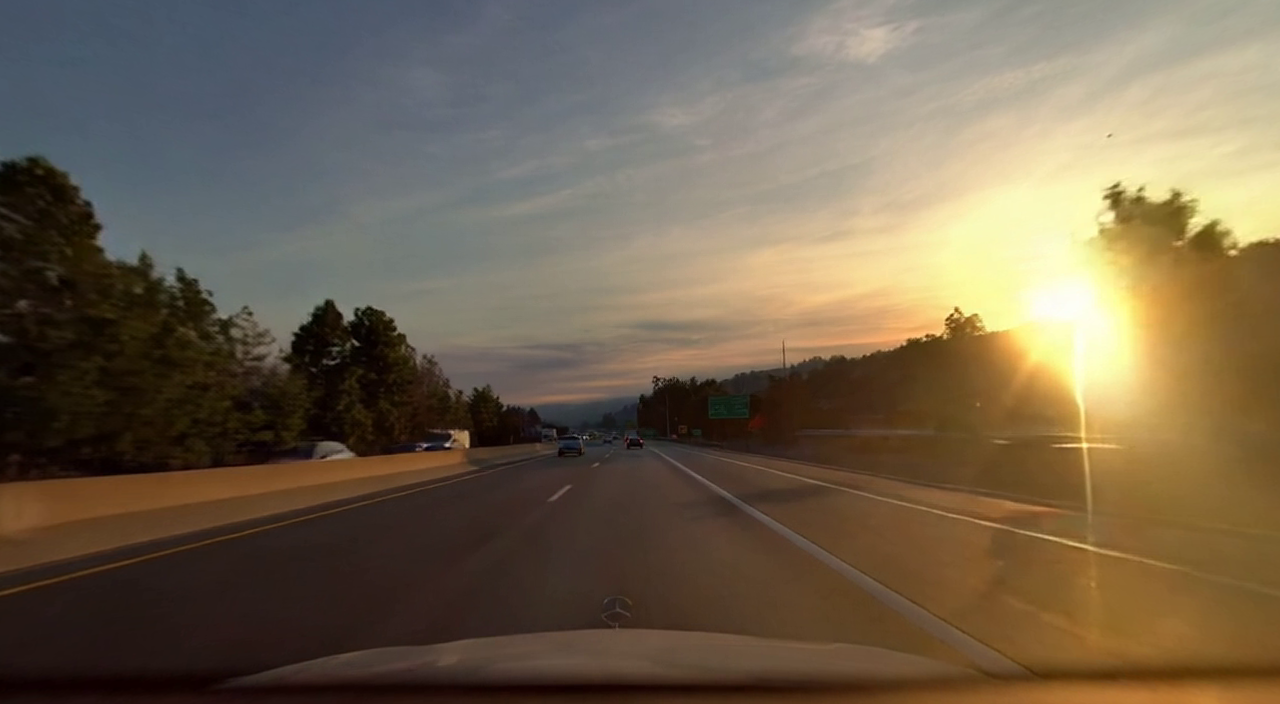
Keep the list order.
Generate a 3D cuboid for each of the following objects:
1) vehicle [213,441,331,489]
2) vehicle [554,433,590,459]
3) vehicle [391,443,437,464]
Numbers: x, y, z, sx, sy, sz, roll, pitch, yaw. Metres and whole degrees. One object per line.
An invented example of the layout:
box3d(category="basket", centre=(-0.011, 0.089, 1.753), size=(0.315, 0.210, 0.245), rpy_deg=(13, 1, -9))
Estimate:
box3d(category="vehicle", centre=(-12.335, 3.776, 21.426), size=(1.760, 1.434, 3.811), rpy_deg=(0, -8, -2))
box3d(category="vehicle", centre=(-4.522, 6.330, 42.660), size=(2.003, 1.626, 4.256), rpy_deg=(0, -8, 0))
box3d(category="vehicle", centre=(-16.763, 7.524, 47.006), size=(1.800, 1.475, 4.489), rpy_deg=(0, -8, 0))
